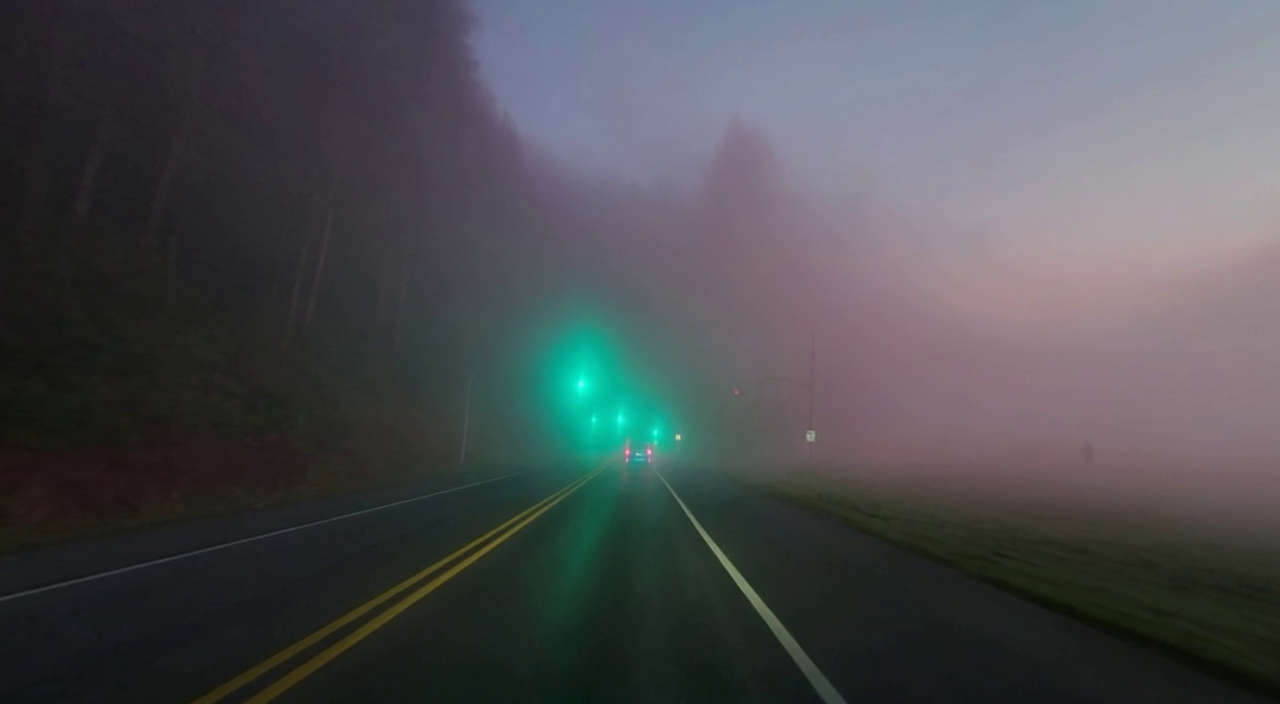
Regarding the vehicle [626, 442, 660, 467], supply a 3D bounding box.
[{"bbox_3d":[0.229,6.593,40.628,2.042,1.489,3.963,-1,-9,1],"label":"vehicle"}]
